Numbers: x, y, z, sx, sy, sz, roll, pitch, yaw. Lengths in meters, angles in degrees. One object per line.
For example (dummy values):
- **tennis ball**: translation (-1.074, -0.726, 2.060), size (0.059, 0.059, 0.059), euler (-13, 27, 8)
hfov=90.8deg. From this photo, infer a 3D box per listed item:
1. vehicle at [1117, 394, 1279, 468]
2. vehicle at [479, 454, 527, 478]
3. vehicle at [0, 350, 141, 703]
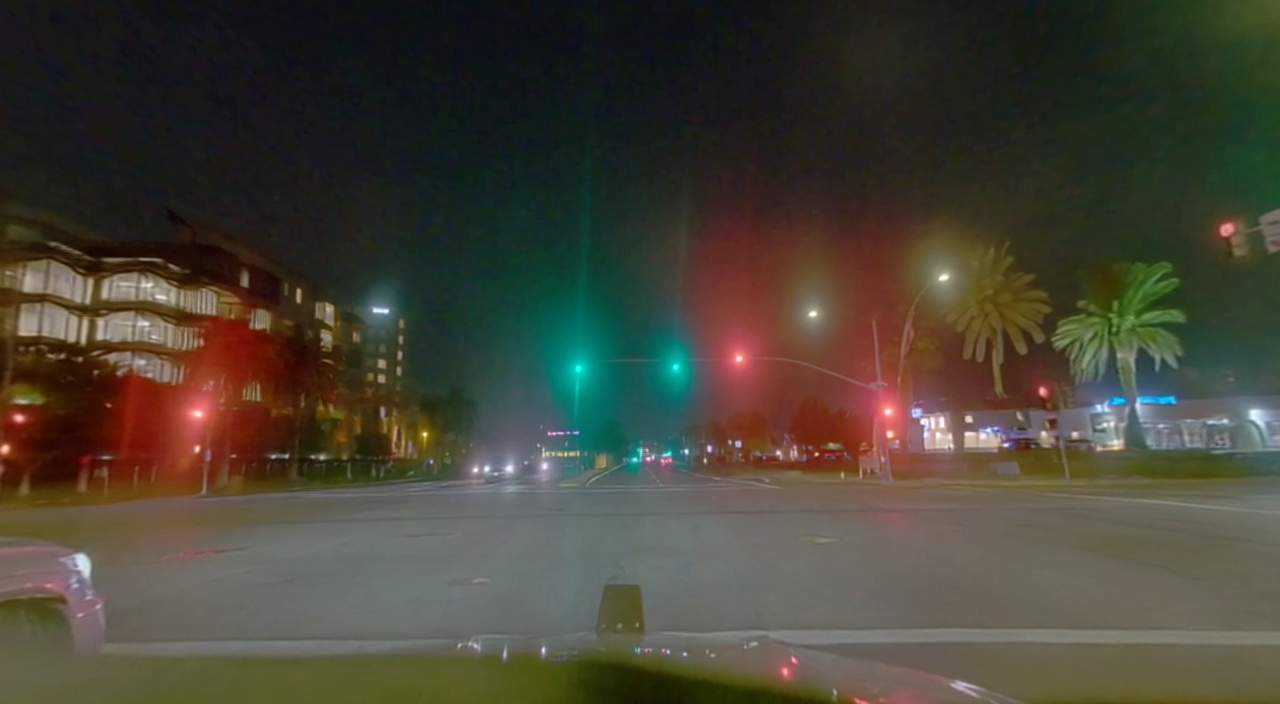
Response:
- **vehicle**: translation (32.663, 4.595, 35.784), size (2.863, 3.609, 10.252), euler (0, -8, -3)
- **vehicle**: translation (-8.876, 7.416, 41.343), size (2.095, 1.482, 4.523), euler (0, -9, 0)
- **vehicle**: translation (-3.574, 0.594, 0.868), size (2.026, 1.723, 4.832), euler (1, -9, -4)
